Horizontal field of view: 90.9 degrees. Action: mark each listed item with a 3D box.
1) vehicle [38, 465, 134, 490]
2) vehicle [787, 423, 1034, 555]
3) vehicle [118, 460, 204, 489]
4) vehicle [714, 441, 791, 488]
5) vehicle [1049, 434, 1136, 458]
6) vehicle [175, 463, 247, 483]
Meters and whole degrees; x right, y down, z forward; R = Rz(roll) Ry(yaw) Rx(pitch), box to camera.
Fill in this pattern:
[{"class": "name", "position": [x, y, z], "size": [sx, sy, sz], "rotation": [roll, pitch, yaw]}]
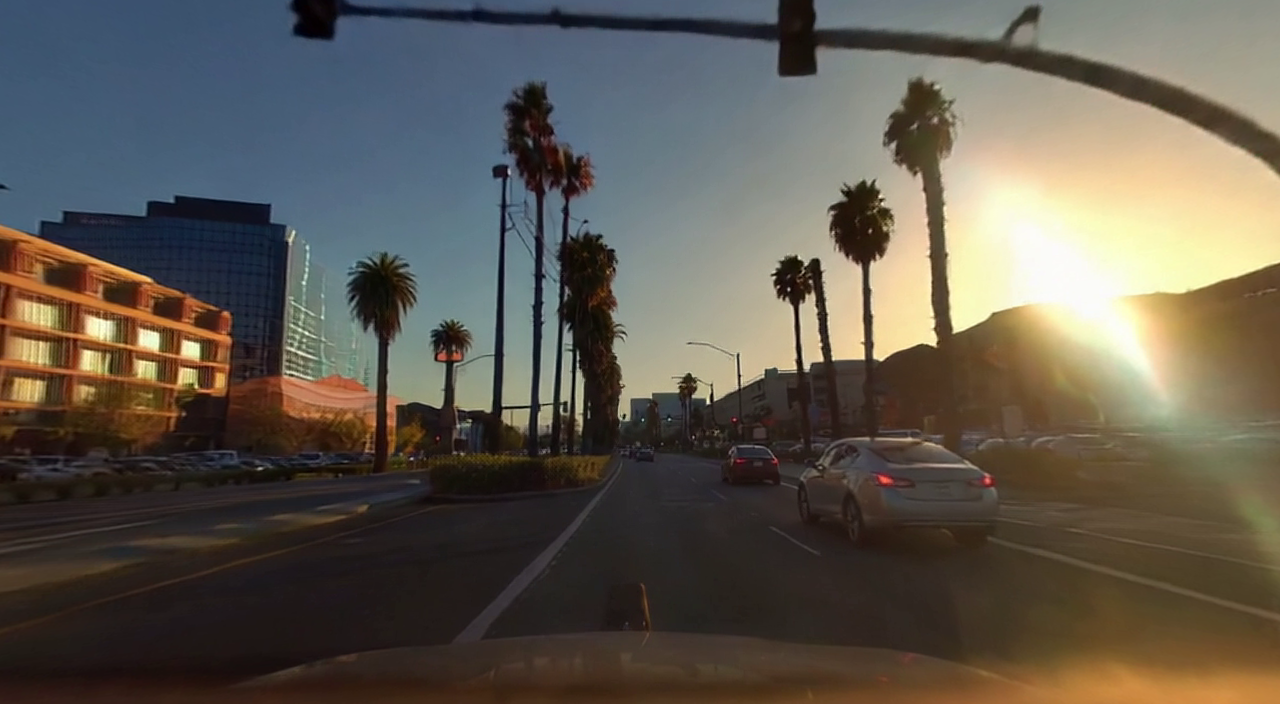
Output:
[{"class": "vehicle", "position": [-36.365, 8.240, 41.445], "size": [4.500, 1.448, 1.901], "rotation": [-1, -8, 1]}, {"class": "vehicle", "position": [3.683, 1.938, 9.571], "size": [1.931, 1.534, 4.126], "rotation": [-1, -9, 1]}, {"class": "vehicle", "position": [-33.514, 8.559, 44.216], "size": [4.422, 1.599, 2.087], "rotation": [-4, -8, 1]}, {"class": "vehicle", "position": [3.877, 3.964, 22.579], "size": [1.870, 1.467, 4.800], "rotation": [0, -9, 0]}, {"class": "vehicle", "position": [29.177, 6.072, 40.786], "size": [1.759, 1.440, 4.112], "rotation": [3, -9, -24]}, {"class": "vehicle", "position": [-32.745, 9.224, 48.148], "size": [4.252, 1.419, 1.997], "rotation": [-2, -9, 11]}]
